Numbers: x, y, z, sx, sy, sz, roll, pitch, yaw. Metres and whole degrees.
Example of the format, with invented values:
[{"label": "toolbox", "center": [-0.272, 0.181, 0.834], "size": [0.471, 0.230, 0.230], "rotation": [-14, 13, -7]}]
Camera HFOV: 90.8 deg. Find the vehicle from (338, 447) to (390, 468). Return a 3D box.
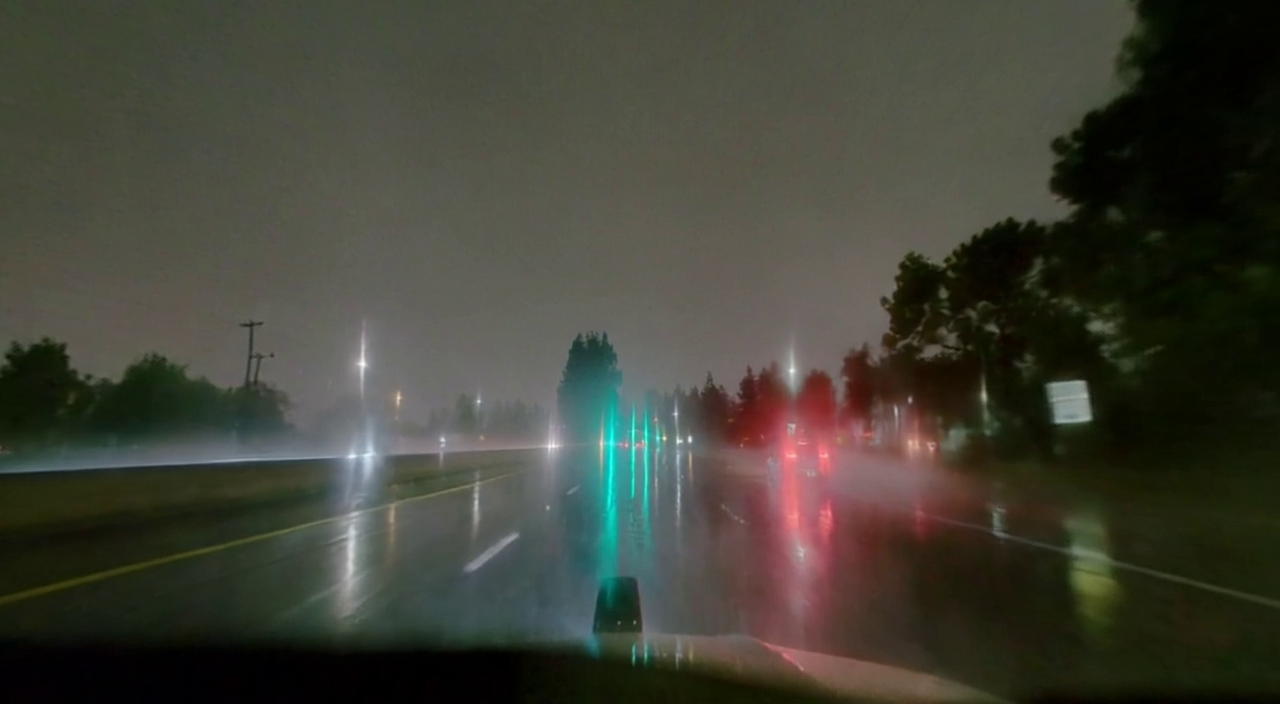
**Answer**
[{"label": "vehicle", "center": [-21.485, 8.199, 49.364], "size": [1.946, 1.512, 4.747], "rotation": [0, -9, 0]}]
